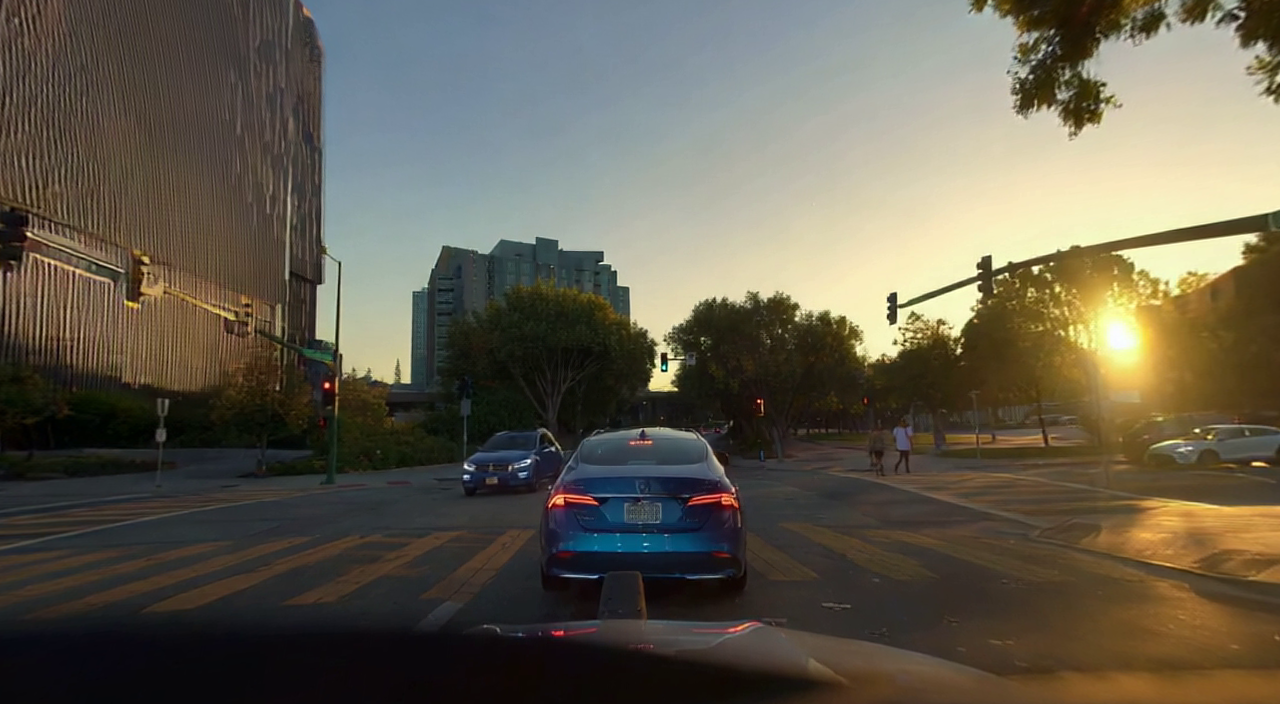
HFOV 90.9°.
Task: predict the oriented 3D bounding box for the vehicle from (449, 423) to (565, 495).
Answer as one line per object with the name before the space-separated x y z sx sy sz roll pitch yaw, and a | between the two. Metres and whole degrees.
vehicle | -3.938 3.321 19.894 2.317 1.924 5.518 0 -8 2

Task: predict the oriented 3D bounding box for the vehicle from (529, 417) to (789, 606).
vehicle | -0.136 1.646 7.494 1.893 1.532 4.145 2 -9 -16

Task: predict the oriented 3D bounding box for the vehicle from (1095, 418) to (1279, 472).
vehicle | 19.162 3.264 22.216 4.675 1.772 1.945 0 -8 -1
